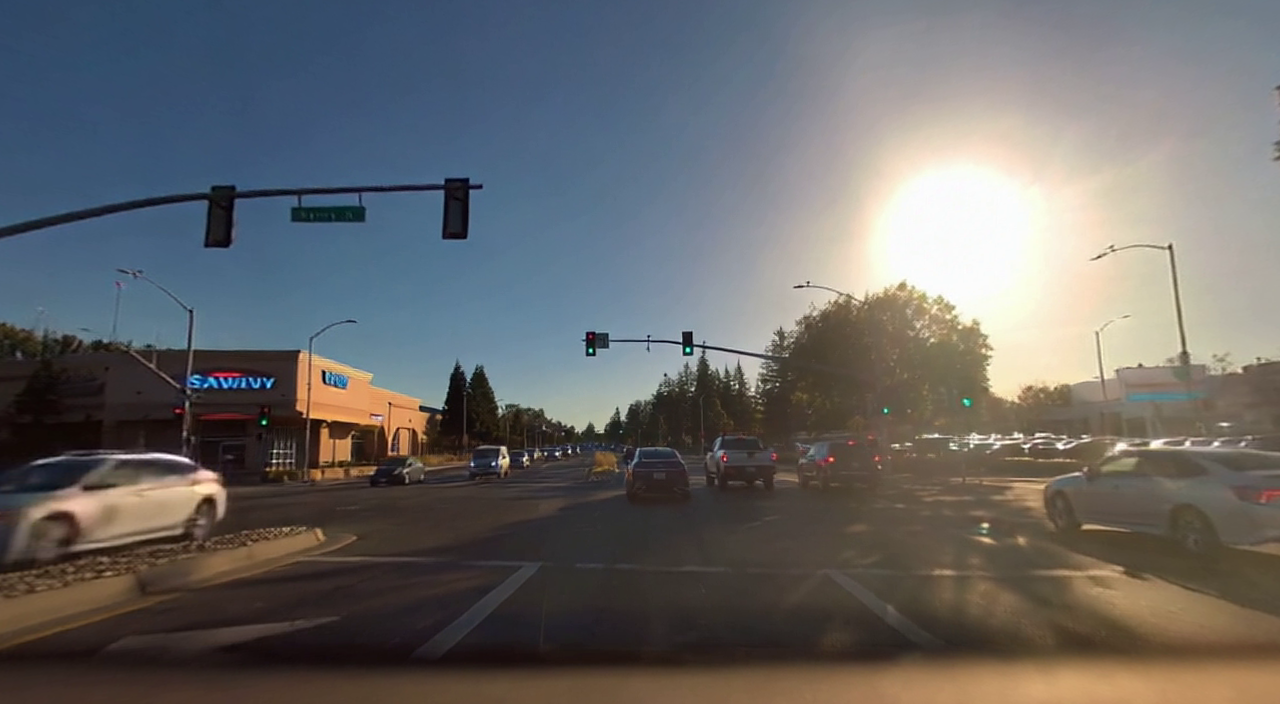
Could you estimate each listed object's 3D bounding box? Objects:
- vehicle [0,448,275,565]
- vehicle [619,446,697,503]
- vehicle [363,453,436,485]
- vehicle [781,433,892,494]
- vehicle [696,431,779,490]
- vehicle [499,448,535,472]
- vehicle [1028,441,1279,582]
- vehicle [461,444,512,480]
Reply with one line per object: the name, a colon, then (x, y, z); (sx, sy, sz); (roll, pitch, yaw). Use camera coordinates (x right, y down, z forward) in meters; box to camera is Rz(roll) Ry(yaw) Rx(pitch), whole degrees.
vehicle: (-8.313, 2.332, 10.343); (2.002, 1.469, 4.301); (0, -8, 1)
vehicle: (0.423, 3.485, 18.376); (2.038, 1.447, 3.756); (0, -8, -1)
vehicle: (-12.491, 6.070, 33.060); (1.969, 1.486, 4.773); (0, -8, 0)
vehicle: (7.180, 4.112, 23.766); (2.323, 2.009, 5.266); (0, -8, -2)
vehicle: (3.738, 4.303, 25.385); (2.358, 2.116, 5.328); (0, -8, -1)
vehicle: (-8.797, 7.743, 45.338); (1.827, 1.602, 4.115); (0, -8, -1)
vehicle: (7.829, 2.018, 8.831); (1.905, 1.498, 4.463); (0, -8, -1)
vehicle: (-8.326, 5.983, 34.576); (1.904, 1.789, 4.021); (0, -8, -1)
